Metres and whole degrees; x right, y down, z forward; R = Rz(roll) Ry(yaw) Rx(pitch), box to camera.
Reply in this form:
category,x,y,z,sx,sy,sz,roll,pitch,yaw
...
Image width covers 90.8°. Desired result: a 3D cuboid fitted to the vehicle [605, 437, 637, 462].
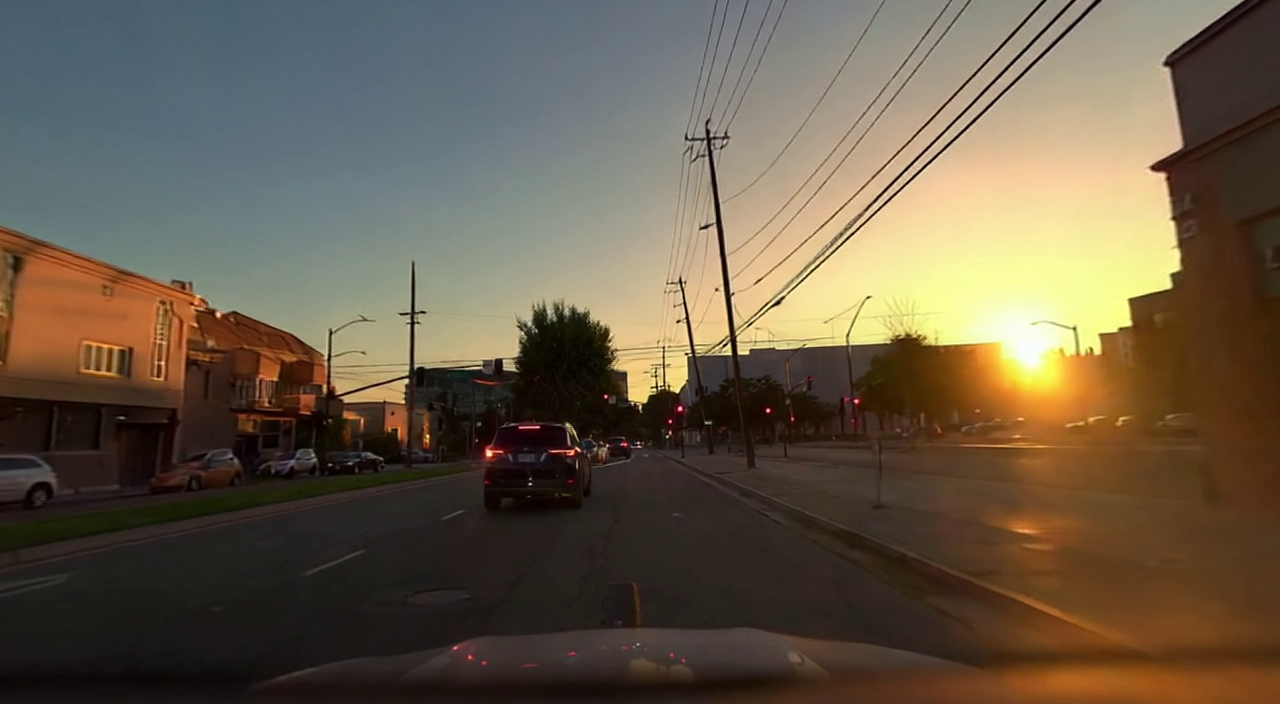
category,x,y,z,sx,sy,sz,roll,pitch,yaw
vehicle,-1.282,6.828,44.330,2.144,1.681,3.855,0,-9,-1

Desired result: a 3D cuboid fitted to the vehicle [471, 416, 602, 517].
category,x,y,z,sx,sy,sz,roll,pitch,yaw
vehicle,-1.948,2.323,13.224,2.022,1.757,4.041,0,-9,0

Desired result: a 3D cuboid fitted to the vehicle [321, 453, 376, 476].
category,x,y,z,sx,sy,sz,roll,pitch,yaw
vehicle,-20.505,7.902,44.634,1.826,1.430,4.426,0,-9,-1

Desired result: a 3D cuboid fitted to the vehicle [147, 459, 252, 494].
category,x,y,z,sx,sy,sz,roll,pitch,yaw
vehicle,-20.457,5.759,29.596,1.790,1.415,4.450,0,-9,-2

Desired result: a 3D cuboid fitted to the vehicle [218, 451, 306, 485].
category,x,y,z,sx,sy,sz,roll,pitch,yaw
vehicle,-20.420,6.266,34.391,1.989,1.689,4.388,0,-9,1
